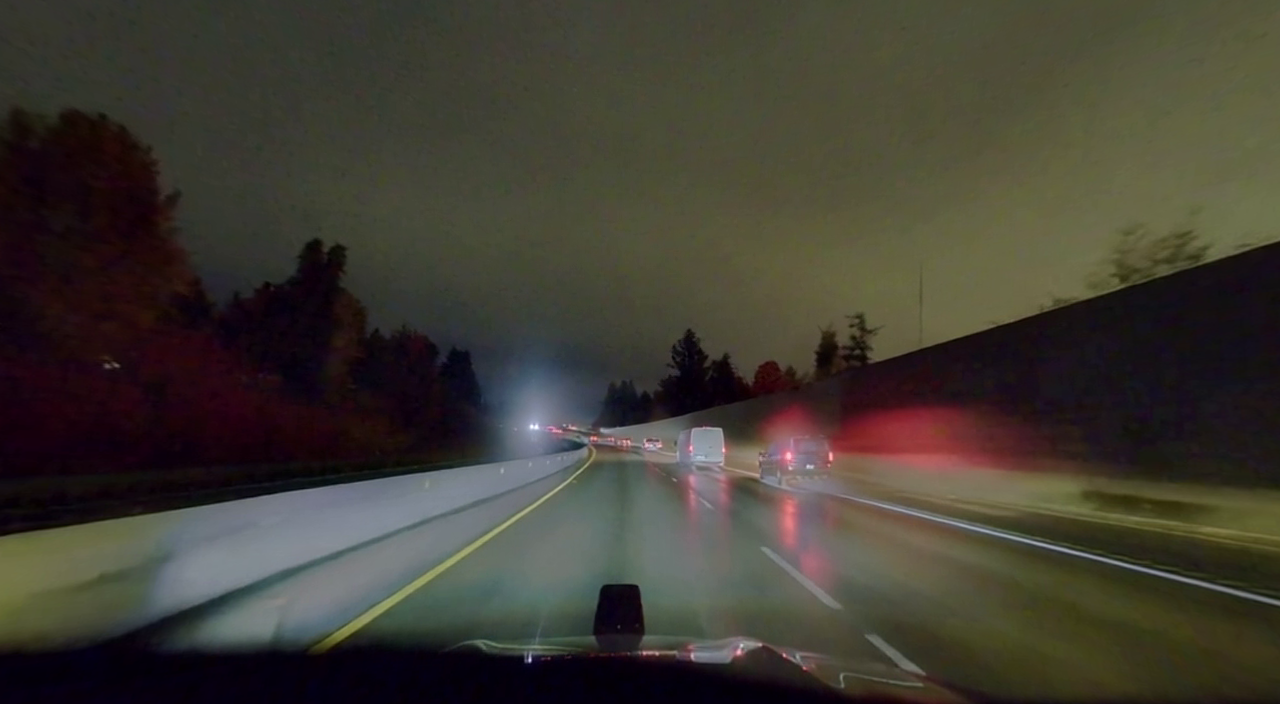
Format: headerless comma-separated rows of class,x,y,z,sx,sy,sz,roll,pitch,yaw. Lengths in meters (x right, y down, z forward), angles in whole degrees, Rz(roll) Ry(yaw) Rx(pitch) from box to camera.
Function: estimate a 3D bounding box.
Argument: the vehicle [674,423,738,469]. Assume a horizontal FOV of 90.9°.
vehicle,3.126,4.625,31.026,2.393,2.072,4.958,1,-8,-3
